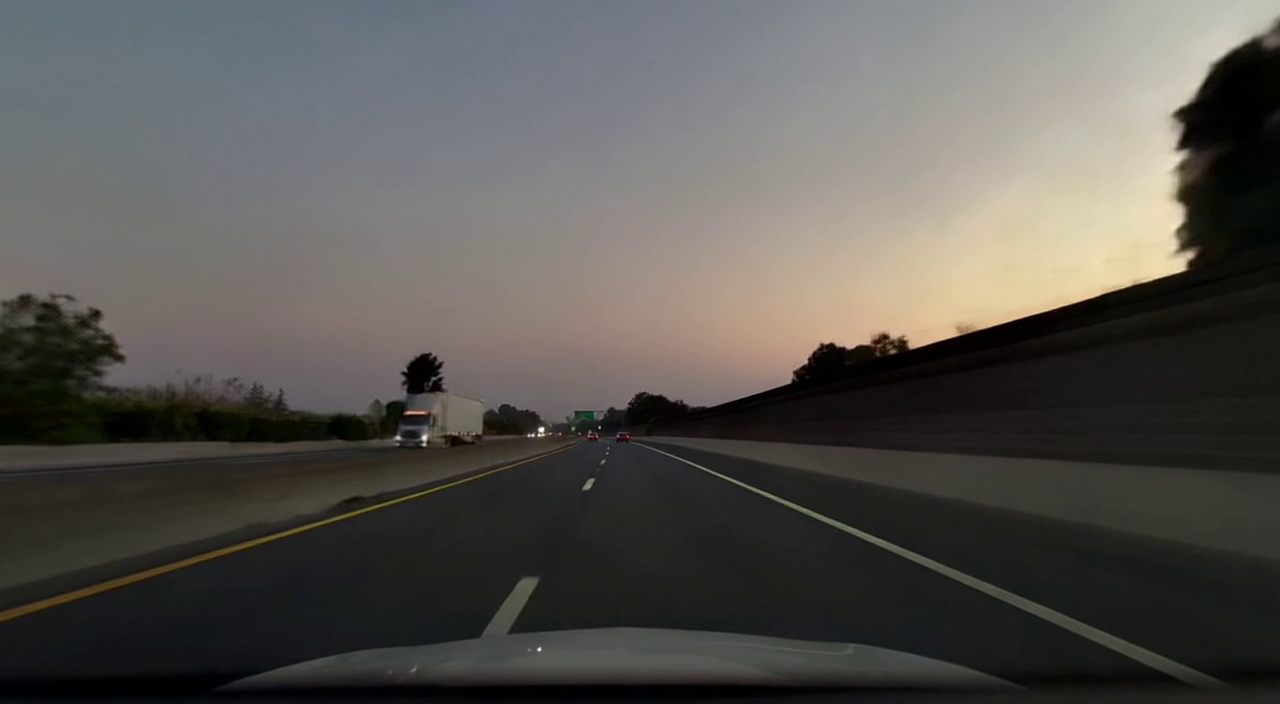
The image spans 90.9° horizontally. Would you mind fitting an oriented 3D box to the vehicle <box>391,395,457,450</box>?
[{"bbox_3d":[-16.465,5.464,48.466,3.006,3.965,5.994,1,-8,-2],"label":"vehicle"}]
